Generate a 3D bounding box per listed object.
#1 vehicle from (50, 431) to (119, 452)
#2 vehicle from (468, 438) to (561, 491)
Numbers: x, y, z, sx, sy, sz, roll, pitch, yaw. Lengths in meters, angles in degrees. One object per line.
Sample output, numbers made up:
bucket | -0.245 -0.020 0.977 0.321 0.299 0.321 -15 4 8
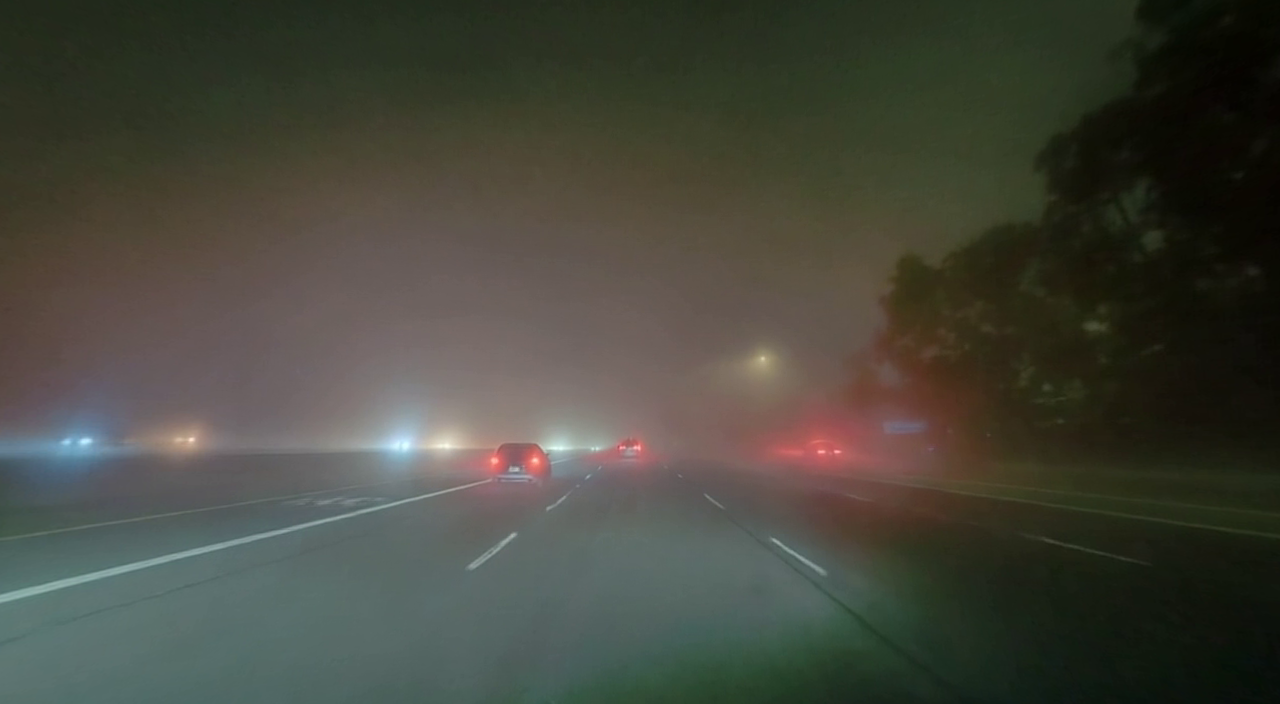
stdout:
vehicle | -40.009 6.476 45.601 1.725 1.447 3.619 0 -8 0
vehicle | -4.085 3.752 21.511 2.140 1.574 4.946 0 -8 0
